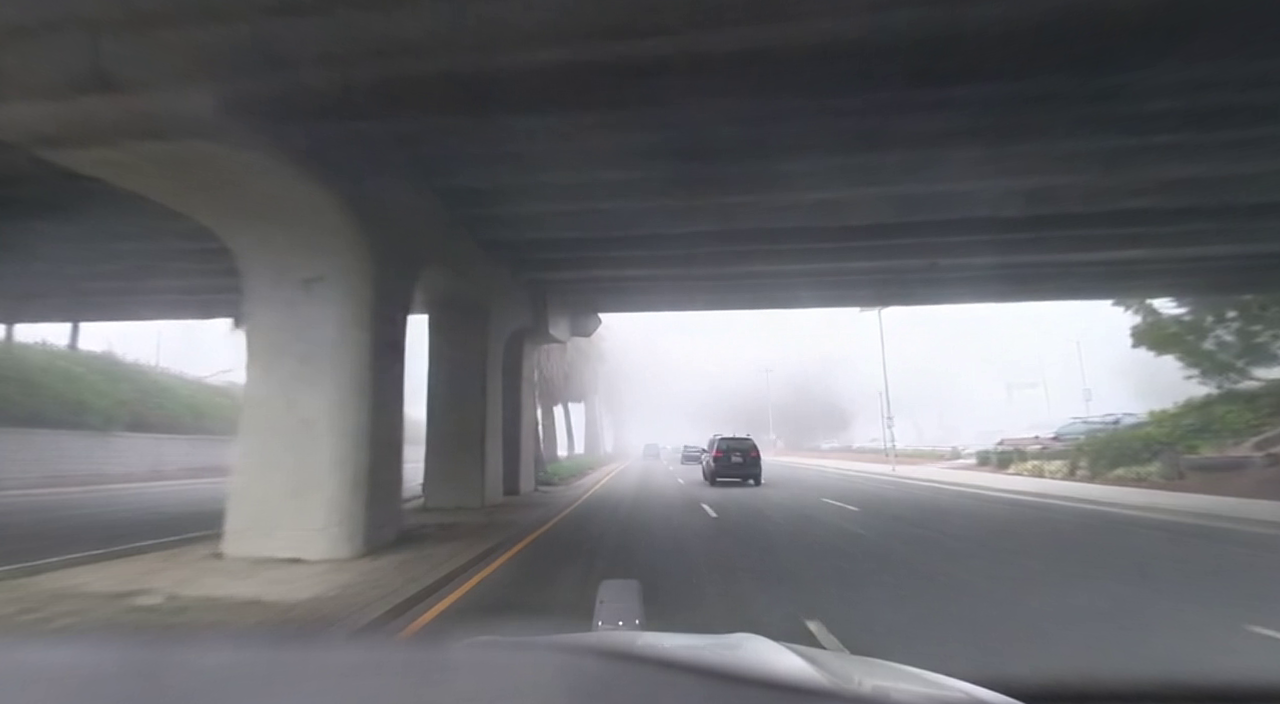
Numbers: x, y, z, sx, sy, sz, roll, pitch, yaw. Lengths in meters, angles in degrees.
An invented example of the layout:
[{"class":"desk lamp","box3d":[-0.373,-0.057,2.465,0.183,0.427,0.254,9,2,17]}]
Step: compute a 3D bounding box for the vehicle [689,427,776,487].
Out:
[{"class":"vehicle","box3d":[3.316,3.952,24.065,2.559,2.017,5.562,0,-9,1]}]
